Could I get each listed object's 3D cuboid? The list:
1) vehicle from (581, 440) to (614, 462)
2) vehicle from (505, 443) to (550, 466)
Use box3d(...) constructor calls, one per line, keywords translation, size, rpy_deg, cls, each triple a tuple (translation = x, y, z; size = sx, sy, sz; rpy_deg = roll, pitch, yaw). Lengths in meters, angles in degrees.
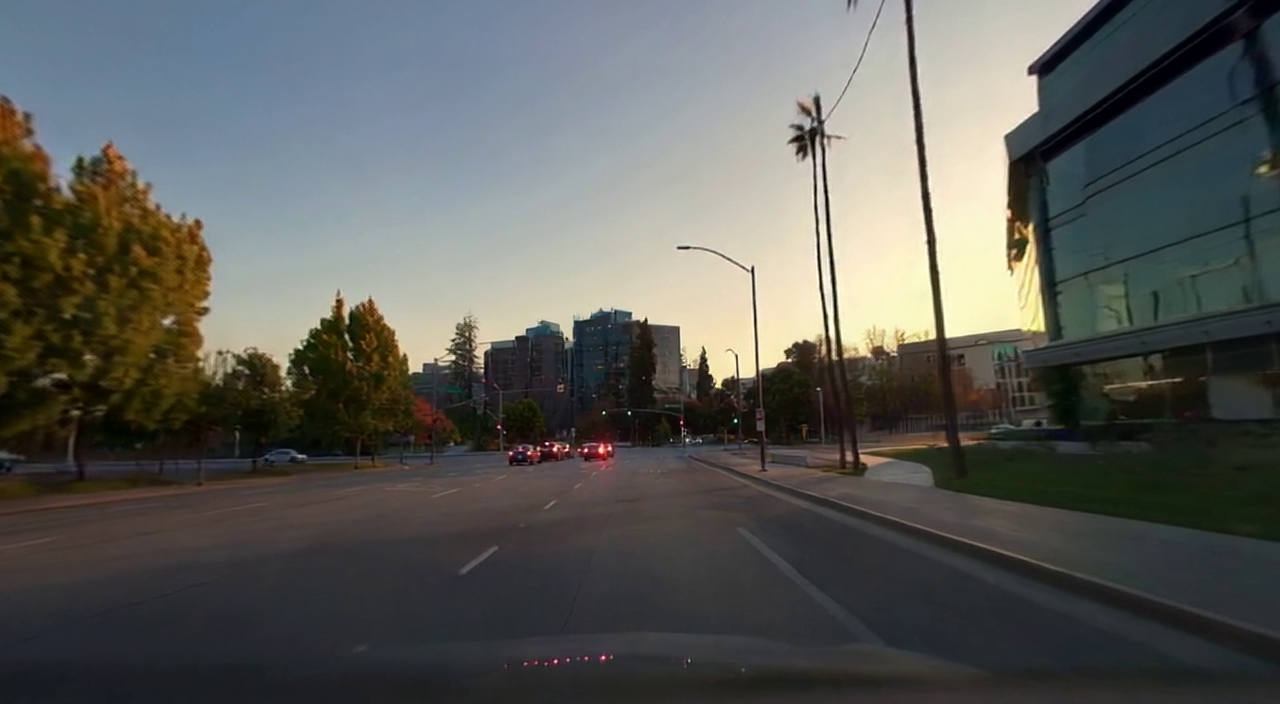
box3d(translation=(-3.192, 7.513, 47.807), size=(2.043, 1.636, 4.320), rpy_deg=(0, -8, 2), cls="vehicle")
box3d(translation=(-7.515, 6.903, 42.445), size=(2.030, 1.440, 4.464), rpy_deg=(0, -8, 2), cls="vehicle")
